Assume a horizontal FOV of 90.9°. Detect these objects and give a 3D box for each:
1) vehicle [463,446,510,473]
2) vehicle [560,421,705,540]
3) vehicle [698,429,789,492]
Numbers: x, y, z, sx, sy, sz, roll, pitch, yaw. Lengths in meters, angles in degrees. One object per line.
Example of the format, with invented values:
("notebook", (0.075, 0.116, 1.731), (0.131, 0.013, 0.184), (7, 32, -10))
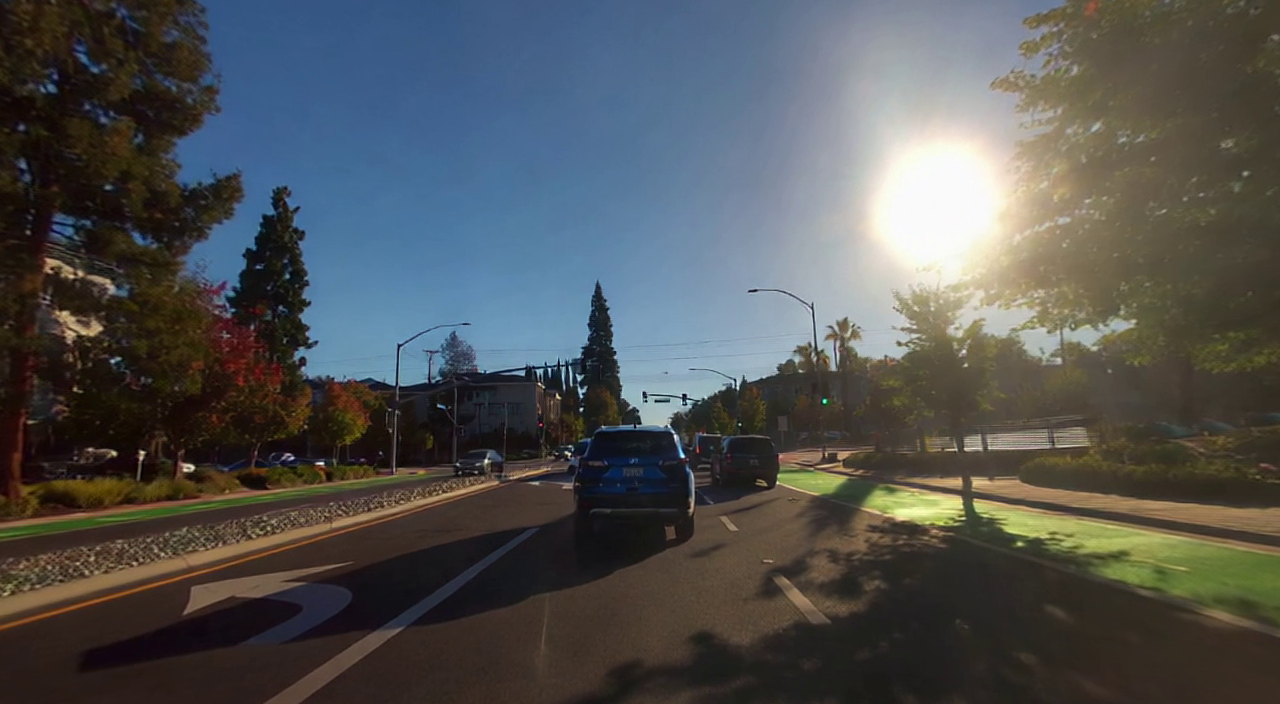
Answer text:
("vehicle", (-10.019, 7.004, 41.474), (1.886, 1.666, 4.575), (0, -8, 1))
("vehicle", (-0.091, 2.182, 11.272), (2.109, 1.730, 3.963), (0, -8, 0))
("vehicle", (3.201, 3.475, 20.569), (2.189, 1.815, 4.495), (0, -8, 0))
